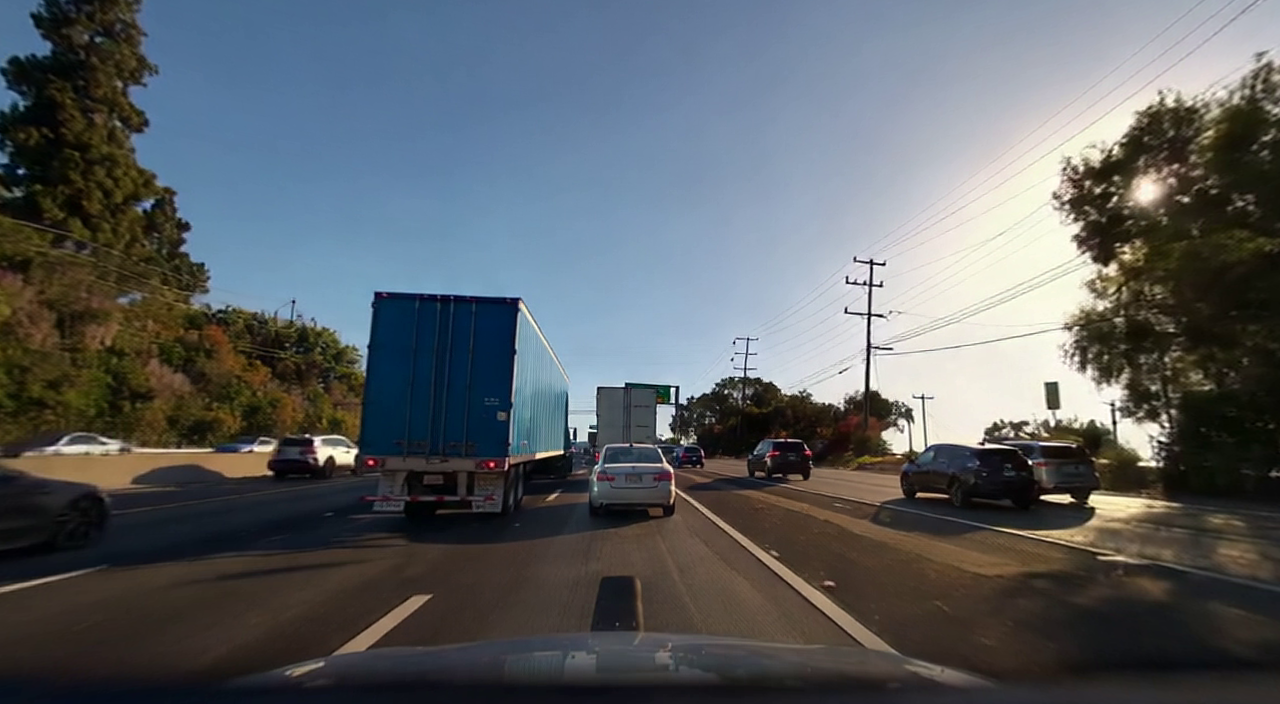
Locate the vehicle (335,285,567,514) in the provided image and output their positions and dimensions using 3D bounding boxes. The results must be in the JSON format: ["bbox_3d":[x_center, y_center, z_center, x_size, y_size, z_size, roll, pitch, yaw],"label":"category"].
[{"bbox_3d":[-4.510,2.208,20.756,3.150,4.298,17.928,1,-9,-3],"label":"vehicle"}]

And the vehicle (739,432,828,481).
[{"bbox_3d":[5.352,3.980,24.199,2.023,1.676,4.002,1,-9,-7],"label":"vehicle"}]

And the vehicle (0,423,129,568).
[{"bbox_3d":[-7.719,1.387,5.840,2.016,1.503,4.785,0,-9,-1],"label":"vehicle"}]

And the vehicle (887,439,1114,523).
[{"bbox_3d":[7.024,2.528,12.957,1.878,1.406,4.164,1,-9,-6],"label":"vehicle"}]

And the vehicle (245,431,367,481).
[{"bbox_3d":[-12.455,3.924,24.008,2.148,1.678,4.851,0,-9,-3],"label":"vehicle"}]

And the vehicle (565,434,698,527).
[{"bbox_3d":[-0.227,2.358,12.131,2.112,1.463,4.012,0,-9,-3],"label":"vehicle"}]
